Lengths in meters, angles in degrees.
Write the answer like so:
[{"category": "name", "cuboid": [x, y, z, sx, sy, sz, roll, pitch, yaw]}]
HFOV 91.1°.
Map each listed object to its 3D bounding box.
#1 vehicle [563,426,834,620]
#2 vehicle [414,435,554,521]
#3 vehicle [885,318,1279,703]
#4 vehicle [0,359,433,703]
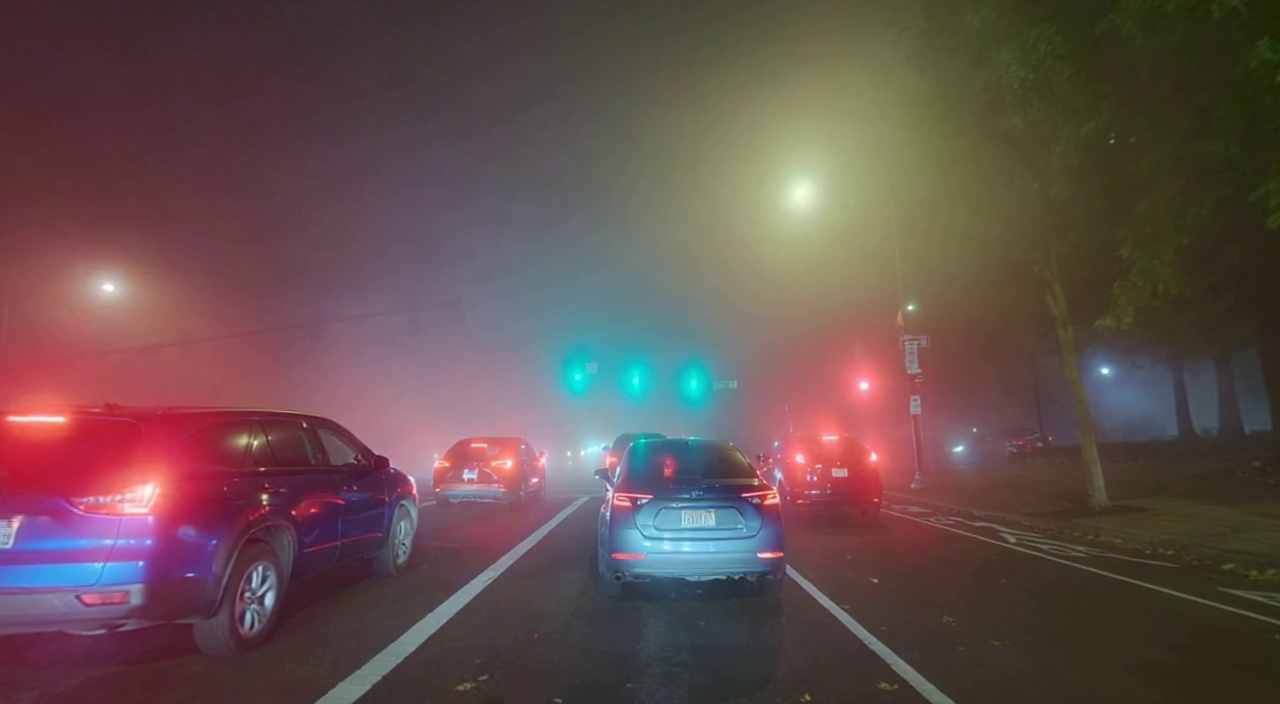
[{"category": "vehicle", "cuboid": [0.438, 1.598, 6.798, 2.051, 1.460, 3.932, 0, -8, 0]}, {"category": "vehicle", "cuboid": [-3.074, 2.567, 13.311, 1.868, 1.516, 4.114, 0, -8, 1]}, {"category": "vehicle", "cuboid": [3.046, 0.919, 3.049, 1.880, 1.747, 4.500, 0, -8, 0]}, {"category": "vehicle", "cuboid": [-3.467, 1.227, 5.287, 1.889, 1.767, 4.289, 0, -8, 1]}]
